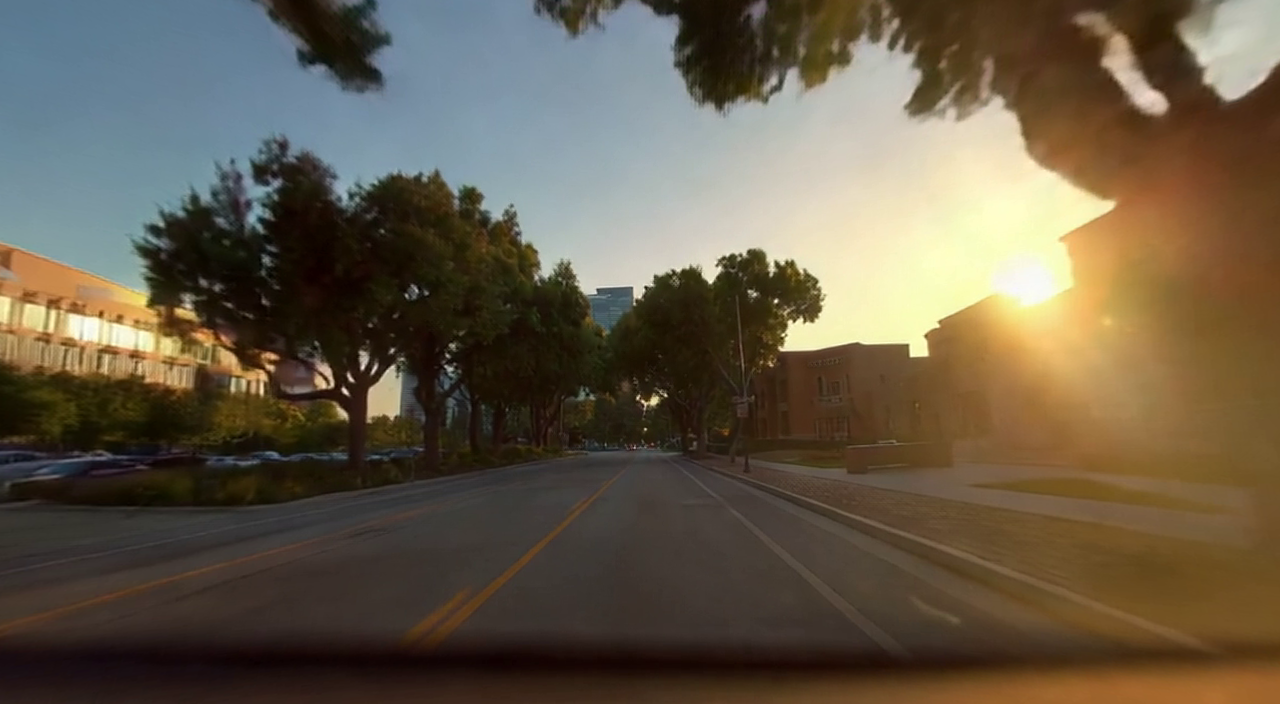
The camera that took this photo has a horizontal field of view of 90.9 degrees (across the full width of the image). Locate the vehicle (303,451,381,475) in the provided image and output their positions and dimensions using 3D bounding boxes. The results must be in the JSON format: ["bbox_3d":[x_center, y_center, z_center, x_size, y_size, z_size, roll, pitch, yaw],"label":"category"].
[{"bbox_3d":[-19.016,7.109,40.372,4.005,1.433,1.953,0,-9,0],"label":"vehicle"}]

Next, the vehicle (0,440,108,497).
[{"bbox_3d":[-19.208,3.453,18.878,4.699,1.558,2.113,0,-10,4],"label":"vehicle"}]

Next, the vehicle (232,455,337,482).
[{"bbox_3d":[-19.454,6.367,34.644,4.567,1.402,1.910,0,-9,0],"label":"vehicle"}]

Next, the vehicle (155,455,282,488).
[{"bbox_3d":[-19.727,5.594,29.648,4.503,1.462,1.993,0,-9,-1],"label":"vehicle"}]

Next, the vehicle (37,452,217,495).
[{"bbox_3d":[-19.456,4.617,24.098,5.091,1.530,1.982,0,-9,-1],"label":"vehicle"}]
